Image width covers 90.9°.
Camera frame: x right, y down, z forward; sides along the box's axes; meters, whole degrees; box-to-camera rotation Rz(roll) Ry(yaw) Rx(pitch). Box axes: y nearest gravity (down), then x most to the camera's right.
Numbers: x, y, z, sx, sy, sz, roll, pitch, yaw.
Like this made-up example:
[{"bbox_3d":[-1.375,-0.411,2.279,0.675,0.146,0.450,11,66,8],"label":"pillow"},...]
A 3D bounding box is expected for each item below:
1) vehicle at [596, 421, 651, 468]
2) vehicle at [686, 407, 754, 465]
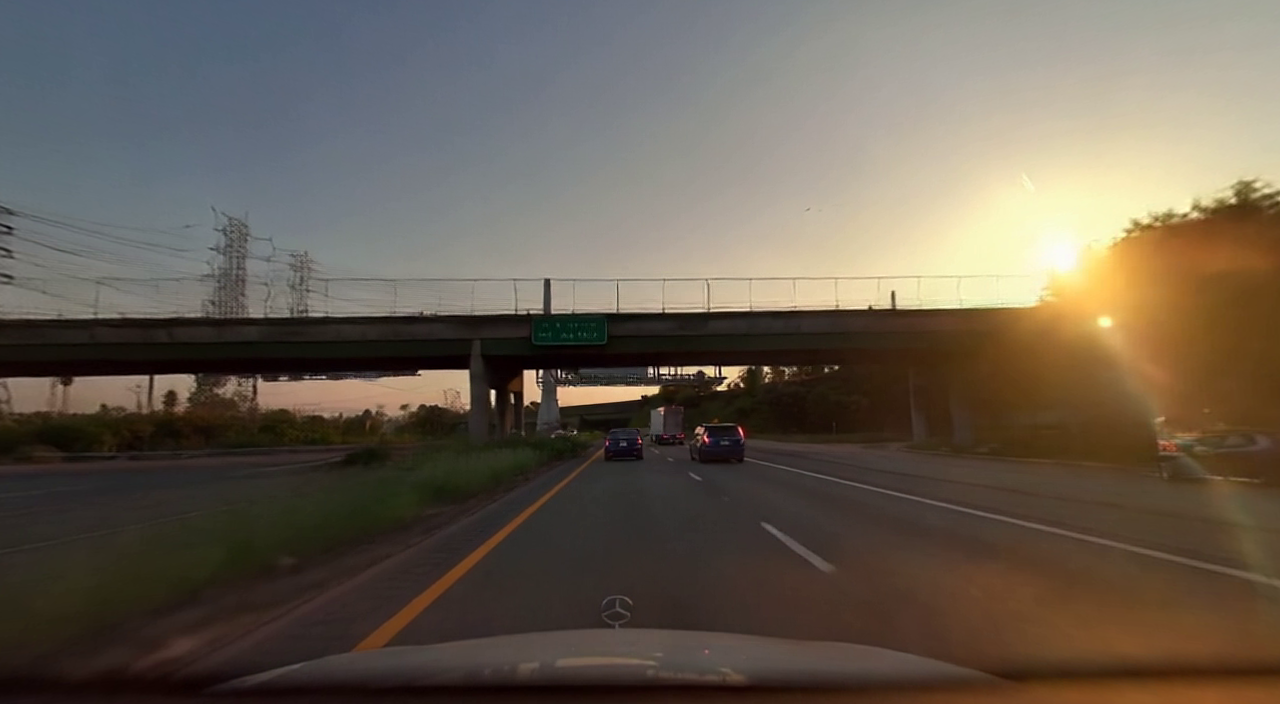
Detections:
[{"bbox_3d":[-0.674,3.750,25.692,2.073,1.750,4.116,0,-8,-2],"label":"vehicle"},{"bbox_3d":[3.725,4.067,30.480,2.387,2.506,5.374,0,-8,-2],"label":"vehicle"}]
